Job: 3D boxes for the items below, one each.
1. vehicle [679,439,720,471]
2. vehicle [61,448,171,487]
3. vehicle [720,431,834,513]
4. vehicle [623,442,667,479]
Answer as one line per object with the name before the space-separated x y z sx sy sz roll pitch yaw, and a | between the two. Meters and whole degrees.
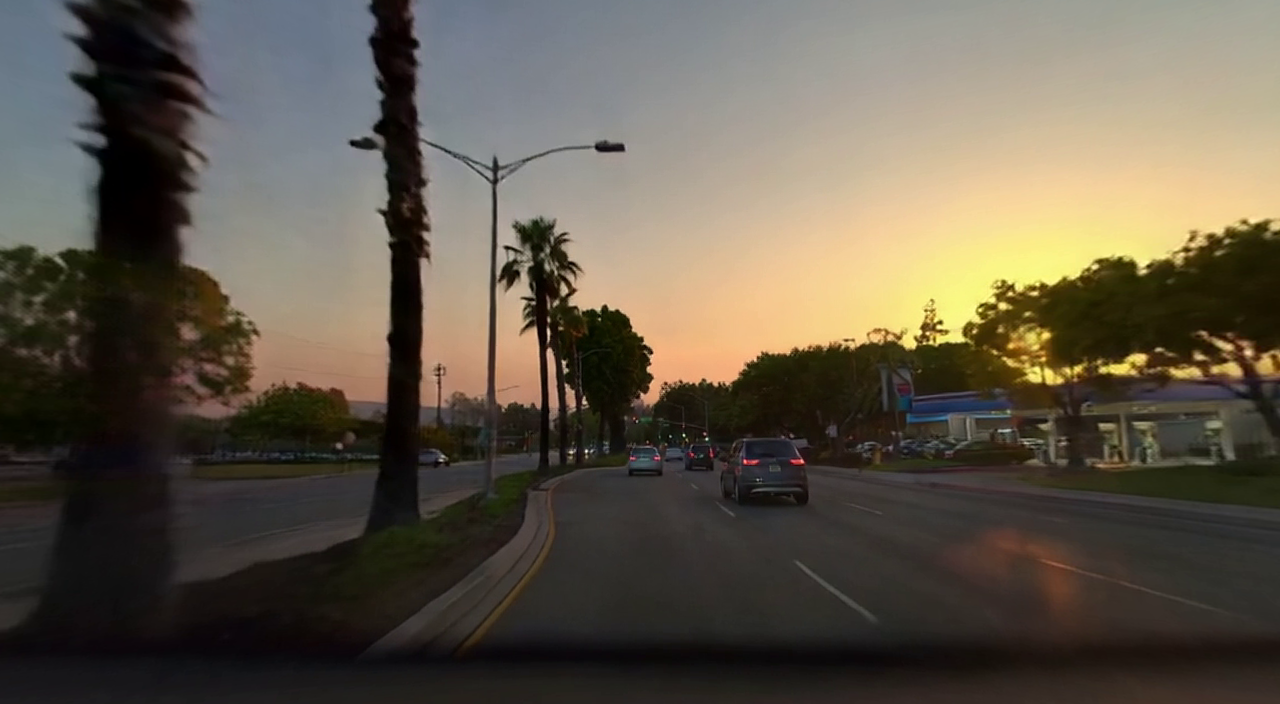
vehicle | 3.853 6.749 41.426 2.154 1.975 4.634 0 -8 -1
vehicle | -25.556 5.576 30.796 1.867 1.699 3.782 -8 -11 42
vehicle | 3.220 2.896 15.646 1.872 1.752 3.896 0 -8 -1
vehicle | 0.240 5.204 30.636 1.991 1.664 3.814 0 -8 0
